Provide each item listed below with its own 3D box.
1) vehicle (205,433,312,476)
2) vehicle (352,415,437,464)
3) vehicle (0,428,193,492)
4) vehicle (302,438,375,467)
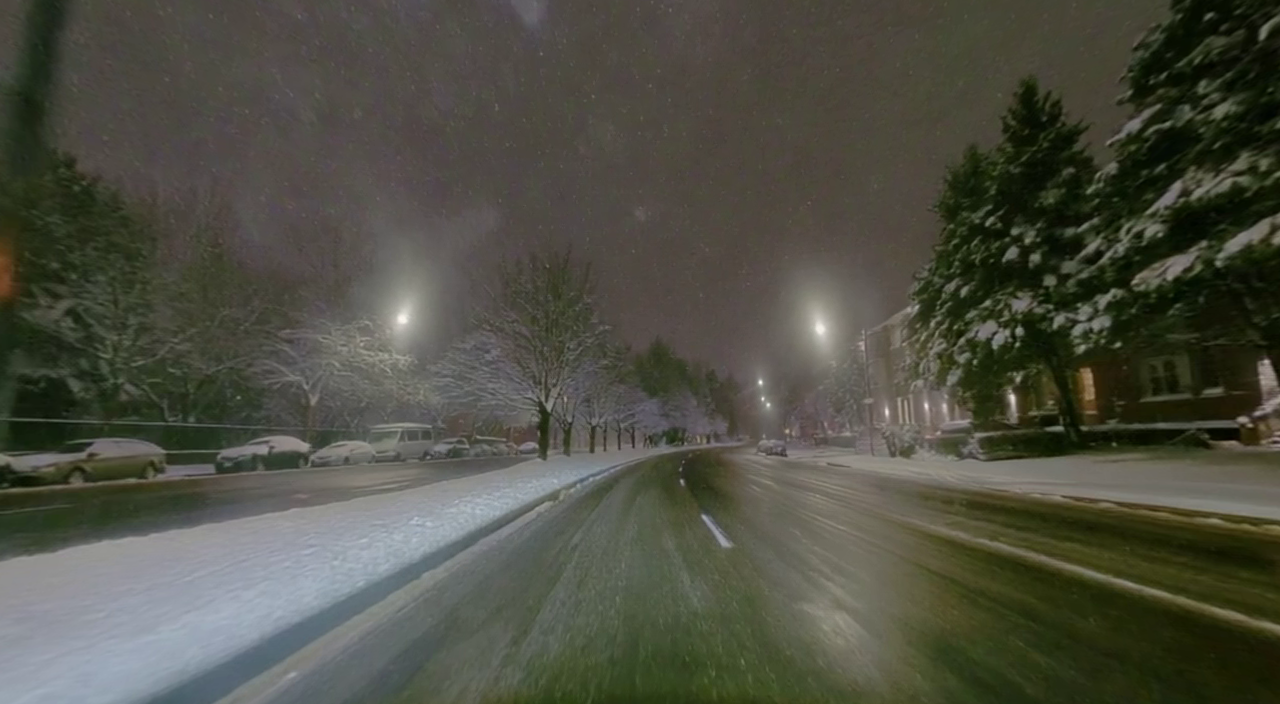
[{"bbox_3d":[-18.797,5.066,31.491,2.096,1.839,5.137,-3,-8,1],"label":"vehicle"},{"bbox_3d":[-17.613,6.429,45.995,2.781,3.224,7.055,-1,-9,5],"label":"vehicle"},{"bbox_3d":[-18.906,3.736,22.214,2.217,1.882,5.448,-3,-9,3],"label":"vehicle"},{"bbox_3d":[-18.269,6.136,38.538,1.876,1.624,4.827,-2,-9,3],"label":"vehicle"}]
